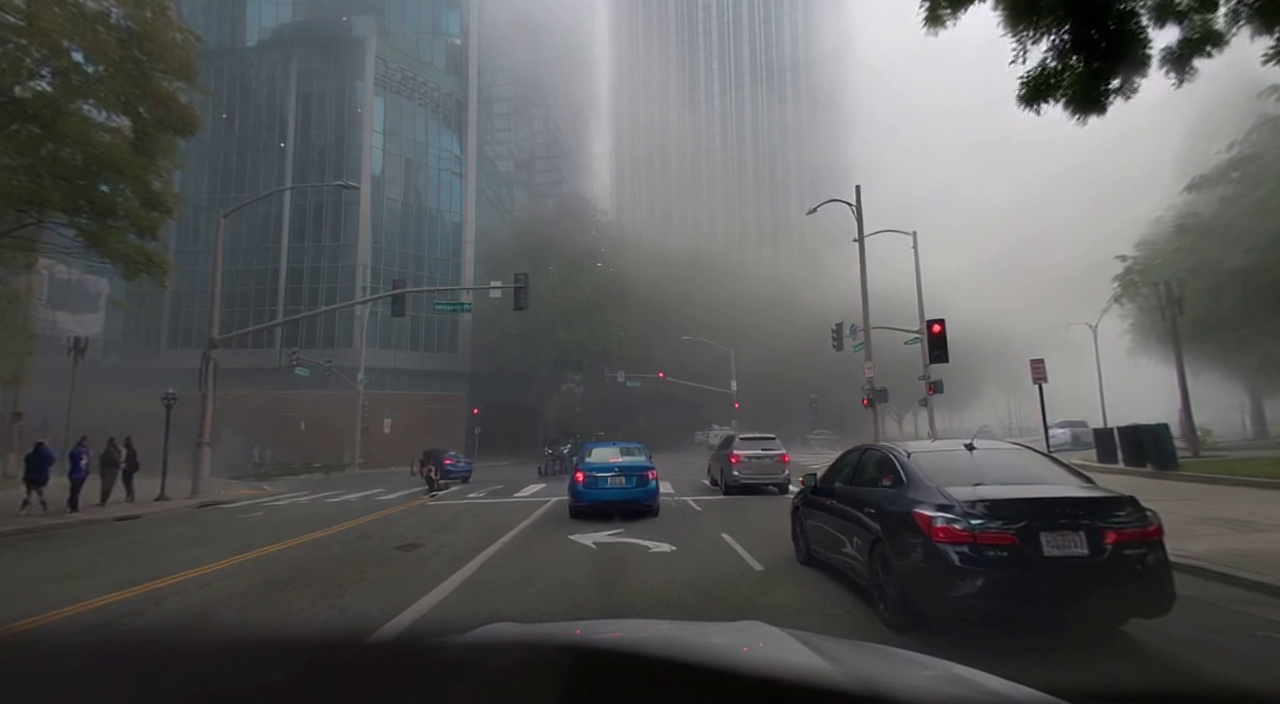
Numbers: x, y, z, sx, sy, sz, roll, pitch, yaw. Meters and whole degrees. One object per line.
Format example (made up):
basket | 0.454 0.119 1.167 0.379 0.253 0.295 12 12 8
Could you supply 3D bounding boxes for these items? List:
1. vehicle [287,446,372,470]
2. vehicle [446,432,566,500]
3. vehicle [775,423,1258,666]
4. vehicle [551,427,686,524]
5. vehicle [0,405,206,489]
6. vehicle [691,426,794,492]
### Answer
vehicle | -19.304 6.565 39.060 4.531 1.427 1.957 -2 -9 16
vehicle | -3.234 2.853 16.137 2.068 1.513 4.221 0 -8 1
vehicle | 2.756 1.482 5.971 1.952 1.464 4.165 0 -8 -1
vehicle | -0.362 2.205 11.739 2.072 1.476 4.078 0 -8 -1
vehicle | -25.647 4.344 28.814 8.989 3.623 2.884 0 -8 -2
vehicle | 2.878 3.144 18.791 2.234 1.723 4.486 0 -8 -1
